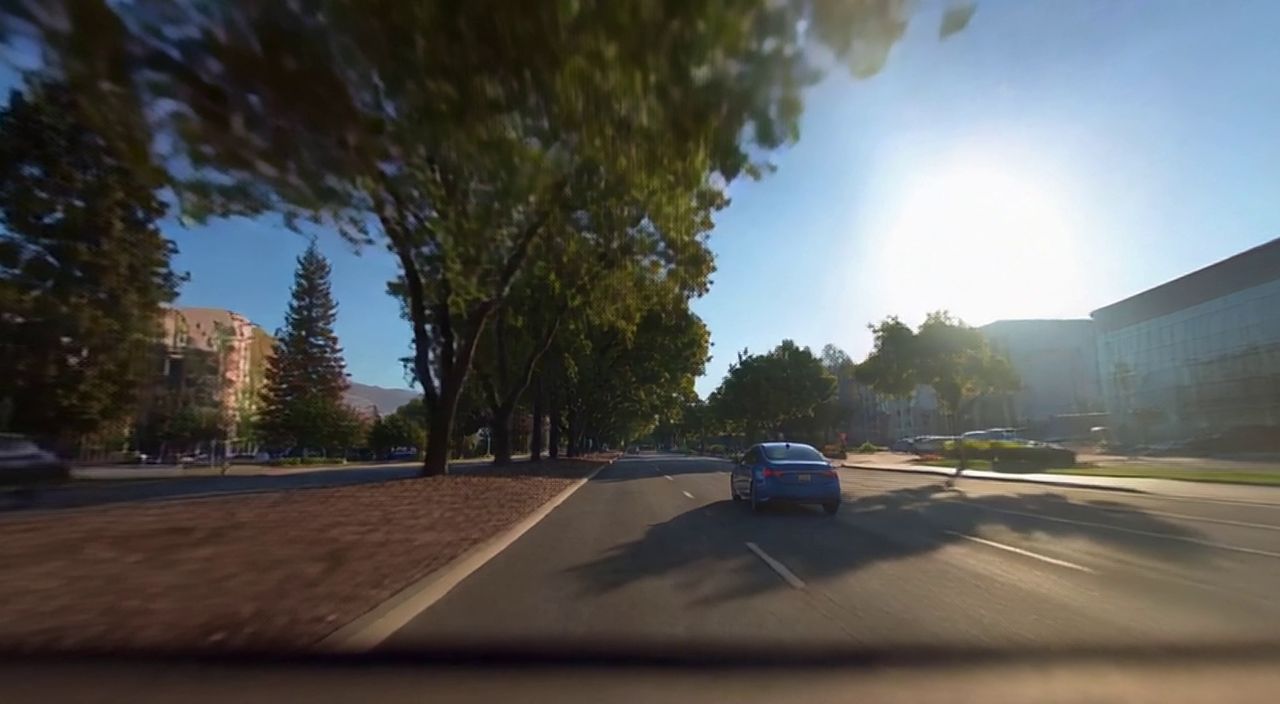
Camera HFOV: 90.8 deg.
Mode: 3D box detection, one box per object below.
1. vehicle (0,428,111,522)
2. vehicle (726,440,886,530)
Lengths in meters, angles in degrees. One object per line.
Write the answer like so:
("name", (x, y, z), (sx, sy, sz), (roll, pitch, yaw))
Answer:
("vehicle", (-14.554, 2.545, 13.050), (2.234, 1.957, 5.941), (0, -8, -2))
("vehicle", (3.051, 2.526, 12.647), (1.950, 1.473, 4.259), (0, -8, -1))
